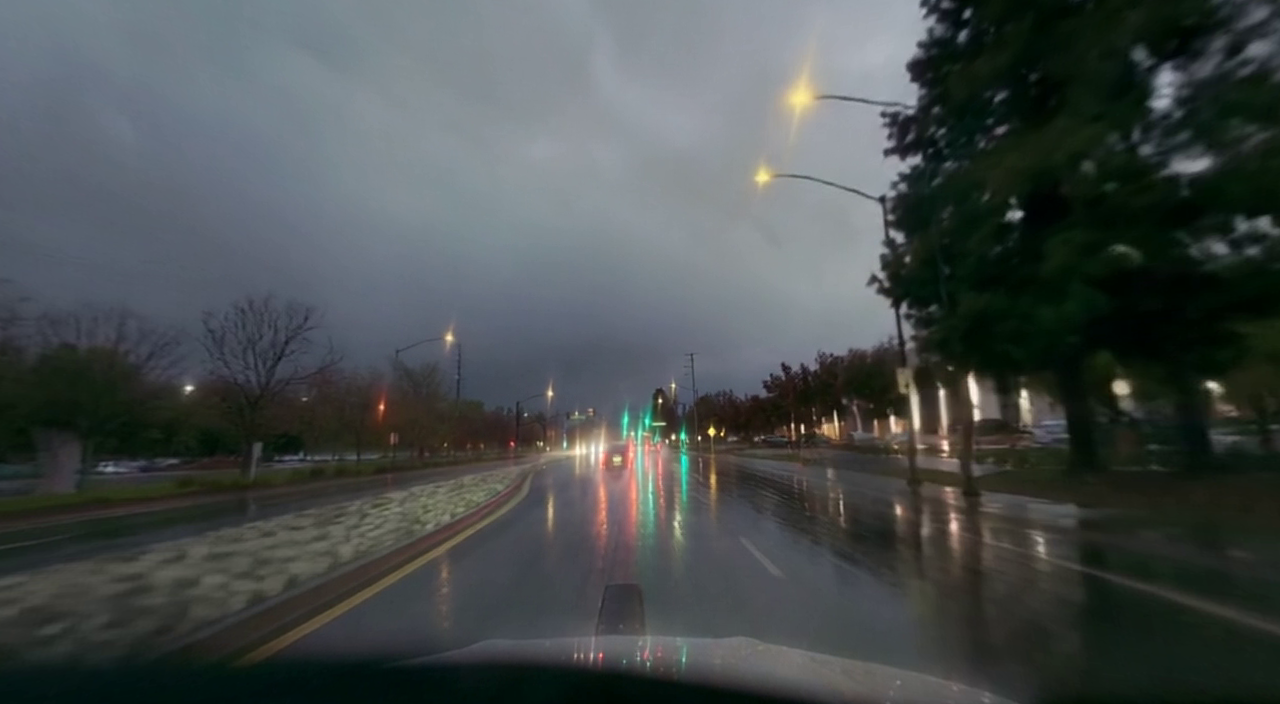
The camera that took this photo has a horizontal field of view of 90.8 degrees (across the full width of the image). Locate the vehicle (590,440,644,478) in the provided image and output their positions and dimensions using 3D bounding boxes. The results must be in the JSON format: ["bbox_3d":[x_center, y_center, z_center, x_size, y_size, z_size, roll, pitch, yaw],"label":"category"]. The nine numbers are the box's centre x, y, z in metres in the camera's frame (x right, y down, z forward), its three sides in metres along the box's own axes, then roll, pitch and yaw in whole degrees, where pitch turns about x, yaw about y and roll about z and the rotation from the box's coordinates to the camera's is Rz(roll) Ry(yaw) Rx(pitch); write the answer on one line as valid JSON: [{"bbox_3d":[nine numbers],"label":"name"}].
[{"bbox_3d":[-0.934,4.464,26.601,2.075,1.470,3.962,0,-8,-1],"label":"vehicle"}]
